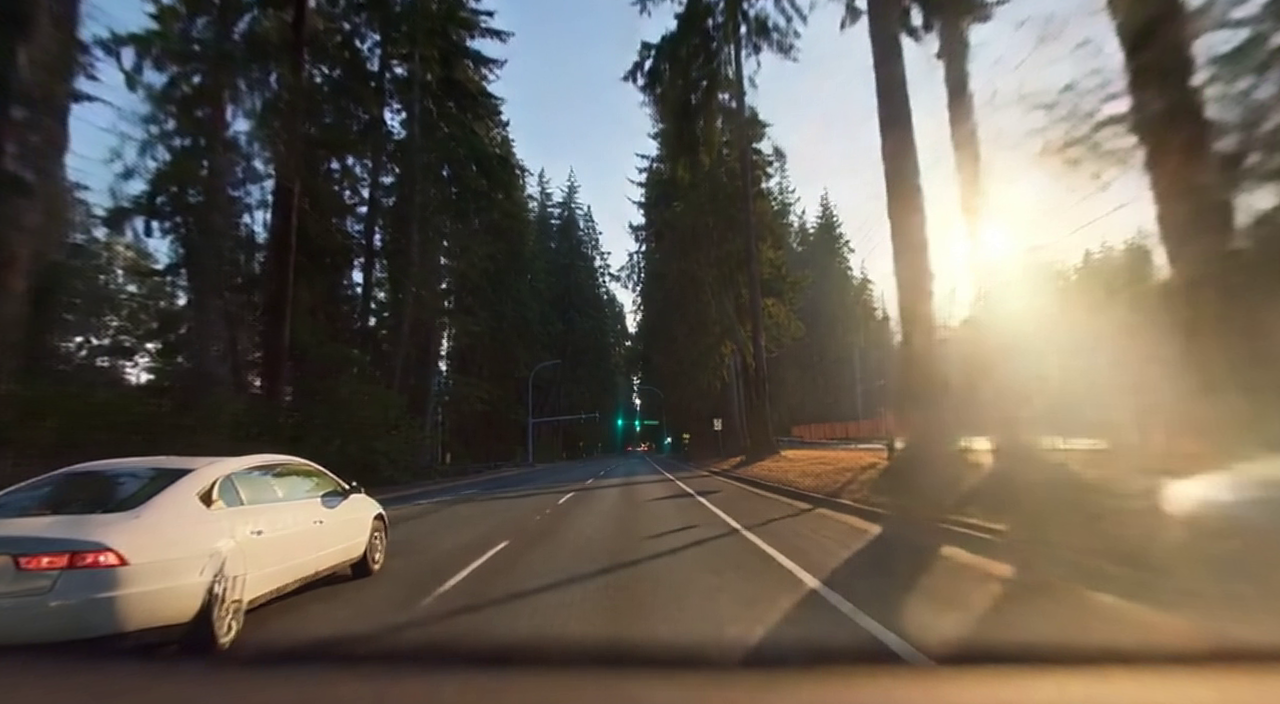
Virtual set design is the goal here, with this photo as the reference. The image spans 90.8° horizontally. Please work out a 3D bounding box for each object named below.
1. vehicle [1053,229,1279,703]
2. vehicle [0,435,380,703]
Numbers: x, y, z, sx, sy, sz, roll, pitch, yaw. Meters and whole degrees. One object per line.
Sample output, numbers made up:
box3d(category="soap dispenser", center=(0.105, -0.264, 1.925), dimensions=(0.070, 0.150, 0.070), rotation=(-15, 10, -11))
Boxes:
box3d(category="vehicle", center=(4.349, 0.325, 1.032), dimensions=(2.554, 2.388, 6.973), rotation=(0, -8, 0))
box3d(category="vehicle", center=(-4.049, 1.462, 5.310), dimensions=(1.946, 1.437, 4.154), rotation=(0, -8, 0))
